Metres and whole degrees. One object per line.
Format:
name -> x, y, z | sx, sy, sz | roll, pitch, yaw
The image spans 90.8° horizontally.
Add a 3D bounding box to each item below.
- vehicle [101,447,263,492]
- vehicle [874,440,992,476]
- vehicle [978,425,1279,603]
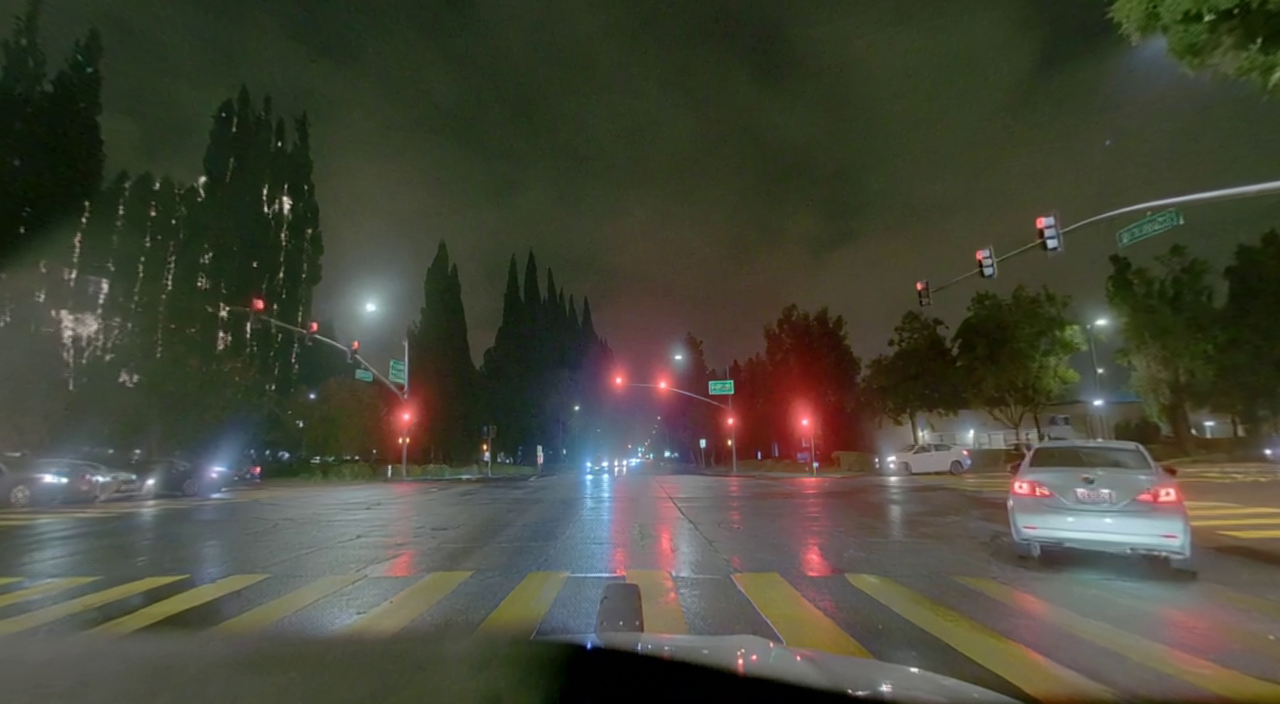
vehicle -> -19.161, 4.949, 26.648 | 4.798, 1.763, 2.536 | 0, -10, 0
vehicle -> 16.183, 5.873, 35.148 | 5.220, 1.897, 2.596 | 0, -8, 0
vehicle -> 5.680, 1.780, 8.033 | 2.189, 1.536, 4.492 | -4, -9, 26
